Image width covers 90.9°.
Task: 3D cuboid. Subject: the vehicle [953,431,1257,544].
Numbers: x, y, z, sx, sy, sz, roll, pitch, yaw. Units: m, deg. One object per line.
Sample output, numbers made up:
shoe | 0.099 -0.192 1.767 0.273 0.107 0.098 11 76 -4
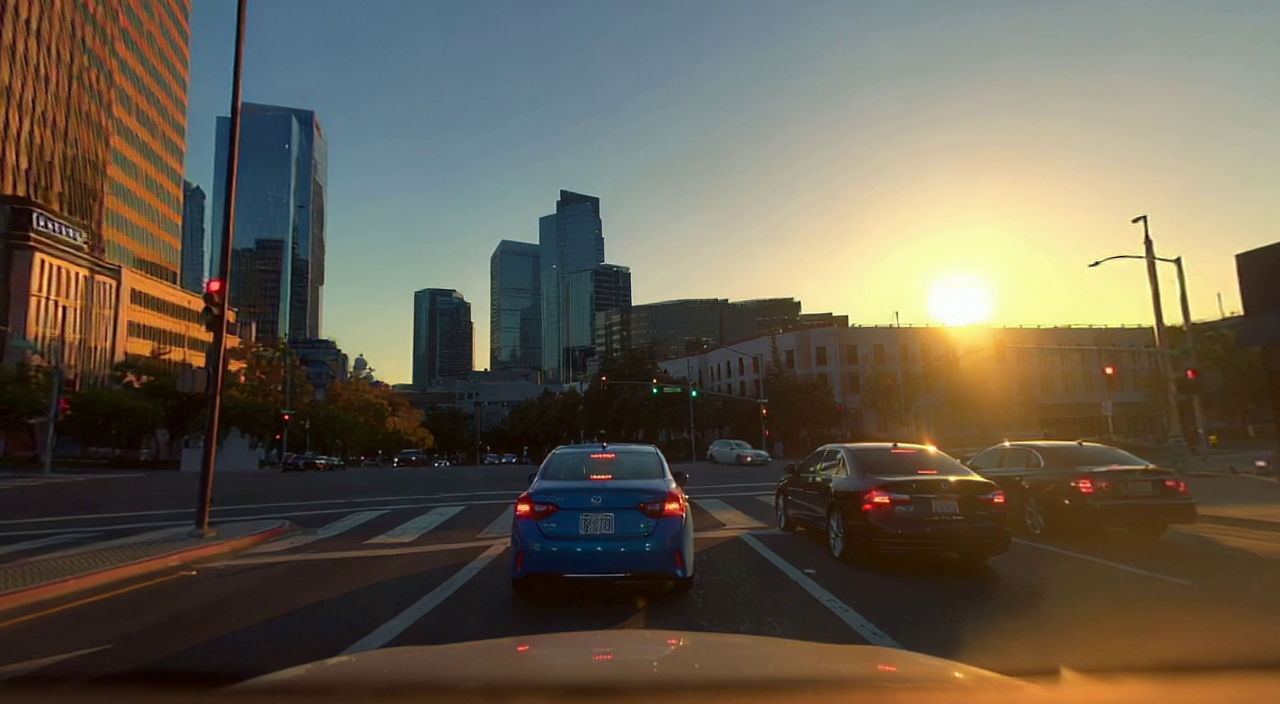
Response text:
vehicle | 7.444 2.165 10.786 1.908 1.517 4.182 0 -8 -1

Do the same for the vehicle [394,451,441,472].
vehicle | -17.130 8.391 48.682 2.048 1.463 4.530 0 -8 -1

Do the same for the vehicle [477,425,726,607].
vehicle | -0.368 1.654 7.289 2.059 1.477 3.988 0 -8 -1

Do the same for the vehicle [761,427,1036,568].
vehicle | 3.215 1.888 8.970 2.042 1.508 4.109 0 -8 -2
